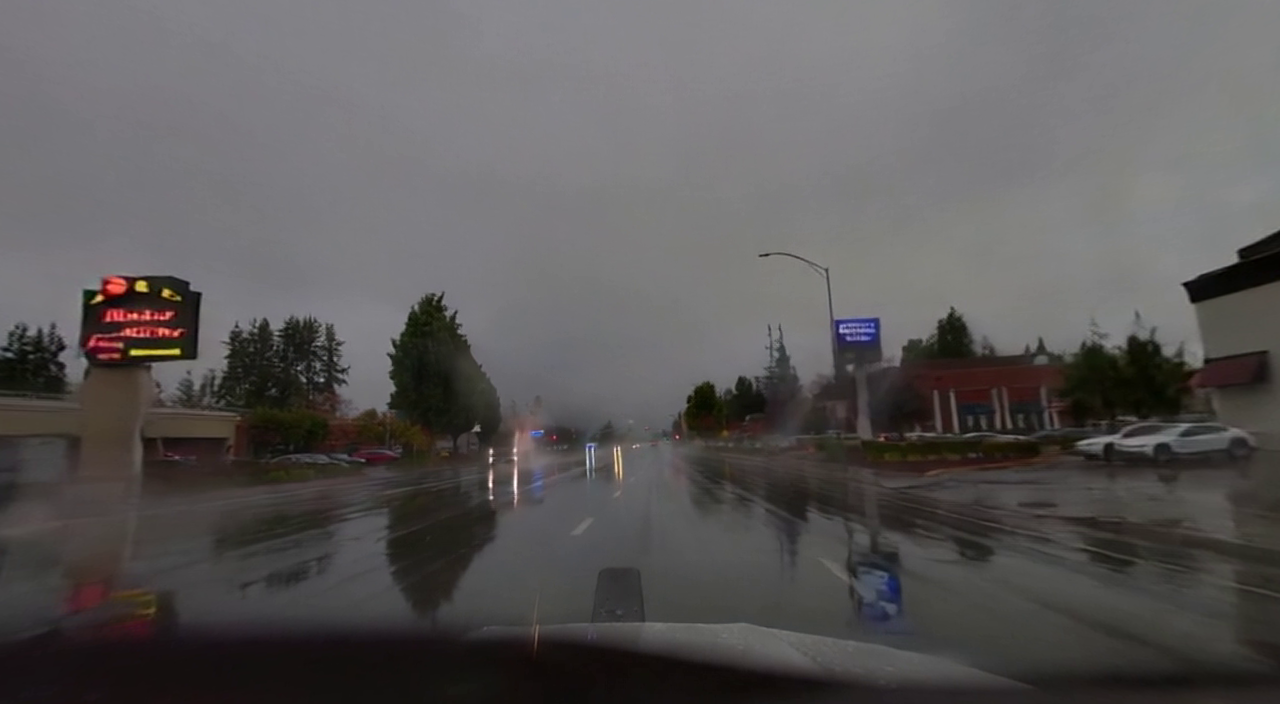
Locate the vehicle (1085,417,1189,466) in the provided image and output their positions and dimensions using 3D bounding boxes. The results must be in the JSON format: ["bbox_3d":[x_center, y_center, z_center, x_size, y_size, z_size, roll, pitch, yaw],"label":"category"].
[{"bbox_3d":[18.653,3.387,23.638,4.704,1.652,1.948,7,-11,-39],"label":"vehicle"}]

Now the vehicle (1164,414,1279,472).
[{"bbox_3d":[18.427,2.894,19.930,4.277,1.605,1.920,7,-11,-38],"label":"vehicle"}]

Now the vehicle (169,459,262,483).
[{"bbox_3d":[-27.189,7.637,40.577,4.553,1.445,1.942,0,-9,1],"label":"vehicle"}]

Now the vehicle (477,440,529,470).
[{"bbox_3d":[-9.088,6.918,42.448,2.157,1.883,5.286,0,-9,2],"label":"vehicle"}]

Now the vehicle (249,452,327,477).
[{"bbox_3d":[-26.488,8.460,47.627,4.620,1.801,2.017,0,-9,2],"label":"vehicle"}]

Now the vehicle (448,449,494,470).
[{"bbox_3d":[-12.527,8.002,47.161,2.011,1.499,4.531,0,-9,2],"label":"vehicle"}]
